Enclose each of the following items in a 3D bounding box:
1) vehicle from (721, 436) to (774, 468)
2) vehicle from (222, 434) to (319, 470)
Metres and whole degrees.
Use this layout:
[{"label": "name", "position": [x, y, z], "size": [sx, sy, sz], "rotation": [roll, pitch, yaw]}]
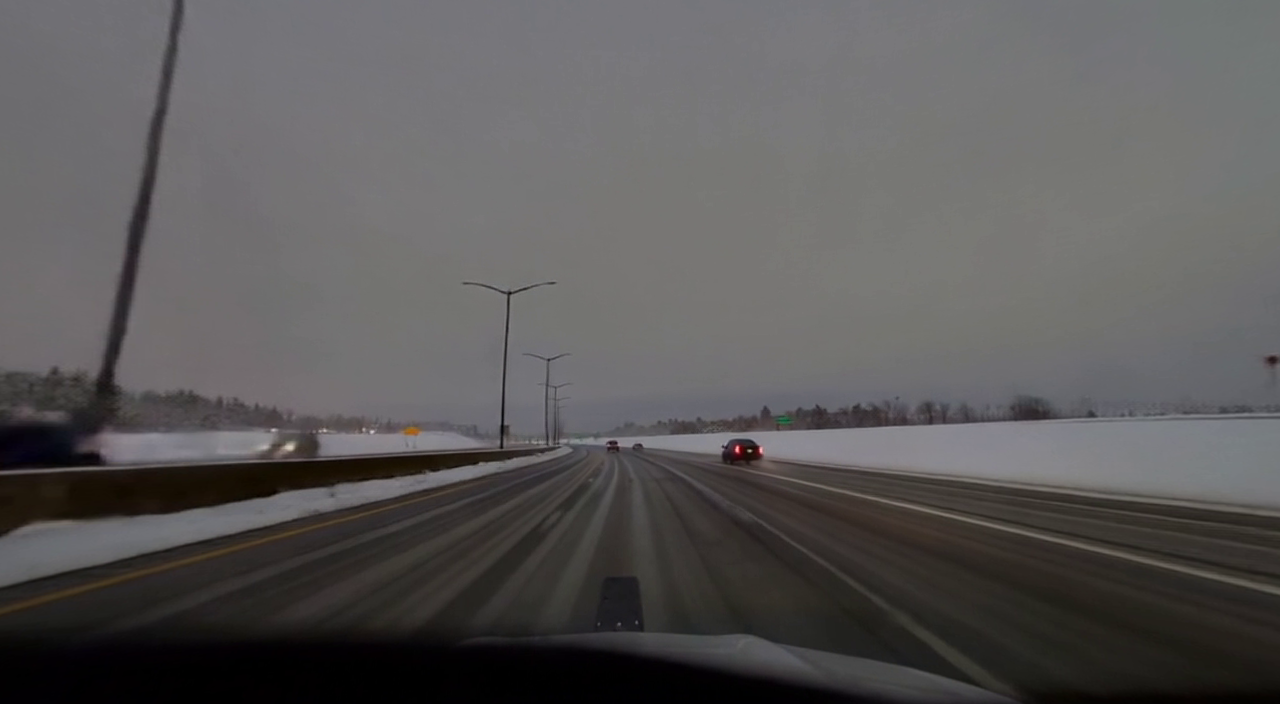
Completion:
[{"label": "vehicle", "position": [6.146, 5.828, 36.757], "size": [2.104, 1.723, 4.538], "rotation": [1, -9, -2]}, {"label": "vehicle", "position": [-18.192, 4.961, 31.426], "size": [1.924, 1.597, 4.899], "rotation": [1, -9, -1]}]
